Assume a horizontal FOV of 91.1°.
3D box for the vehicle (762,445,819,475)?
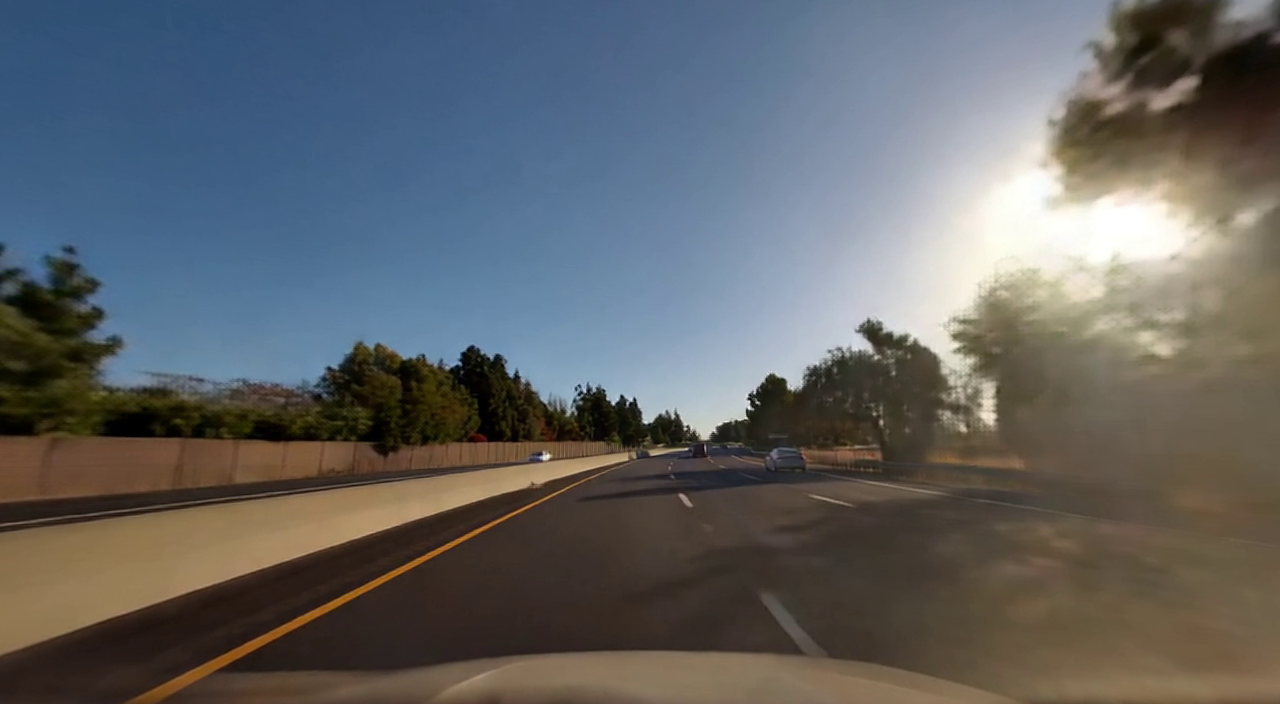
[{"bbox_3d":[8.132,5.880,34.485,1.983,1.486,4.545,0,-9,0],"label":"vehicle"}]
